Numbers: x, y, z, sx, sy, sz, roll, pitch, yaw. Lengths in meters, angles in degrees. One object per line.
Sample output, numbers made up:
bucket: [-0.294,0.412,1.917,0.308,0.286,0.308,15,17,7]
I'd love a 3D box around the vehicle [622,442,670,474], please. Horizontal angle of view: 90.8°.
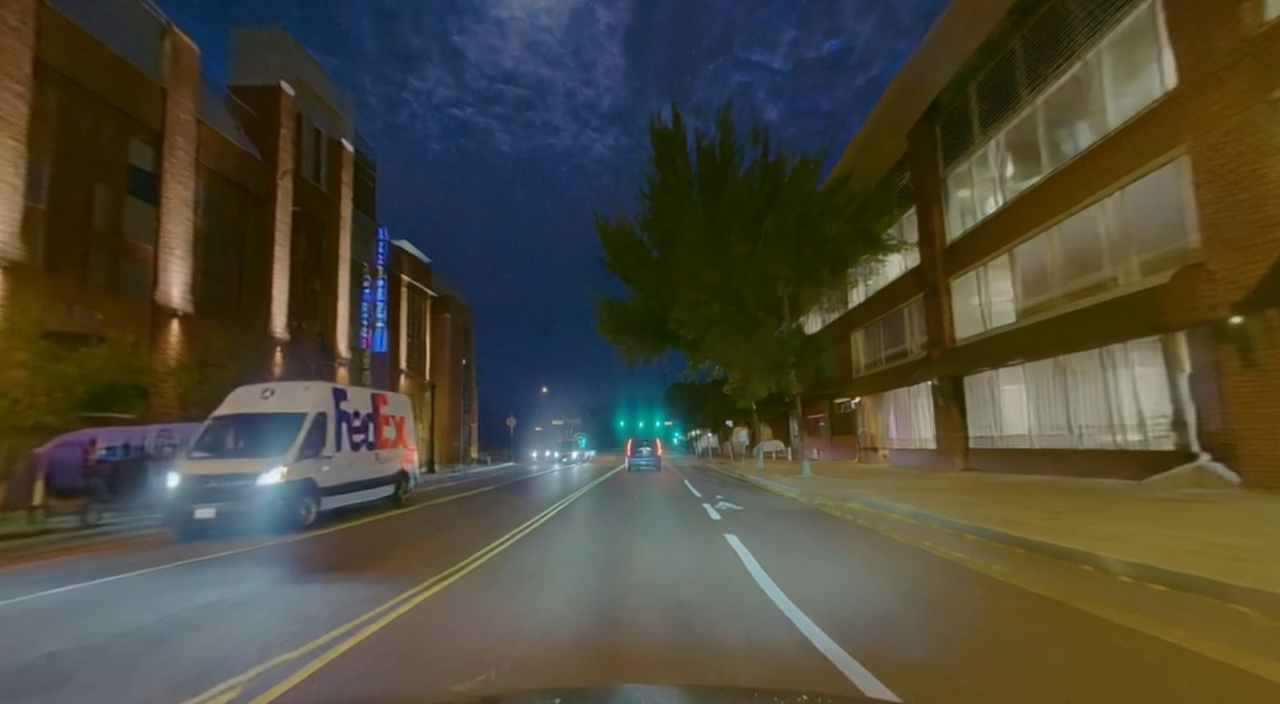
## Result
vehicle: [0.386,5.543,33.329,2.356,1.572,4.810,0,-8,2]

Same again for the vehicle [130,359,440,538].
vehicle: [-7.200,2.162,14.439,2.754,3.065,7.103,0,-8,2]
